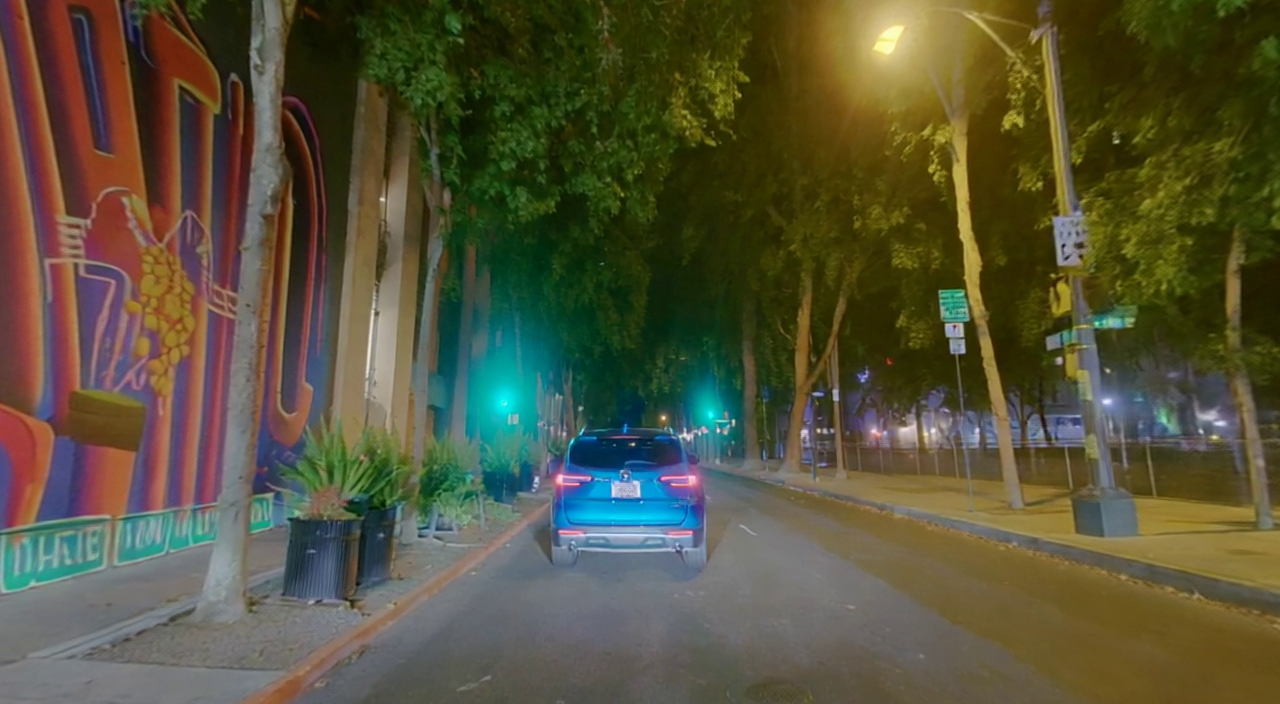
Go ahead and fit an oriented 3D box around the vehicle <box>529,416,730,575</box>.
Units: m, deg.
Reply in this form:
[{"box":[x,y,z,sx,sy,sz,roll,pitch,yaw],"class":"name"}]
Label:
[{"box":[-0.134,1.775,8.544,2.079,1.621,3.861,0,-8,-1],"class":"vehicle"}]
